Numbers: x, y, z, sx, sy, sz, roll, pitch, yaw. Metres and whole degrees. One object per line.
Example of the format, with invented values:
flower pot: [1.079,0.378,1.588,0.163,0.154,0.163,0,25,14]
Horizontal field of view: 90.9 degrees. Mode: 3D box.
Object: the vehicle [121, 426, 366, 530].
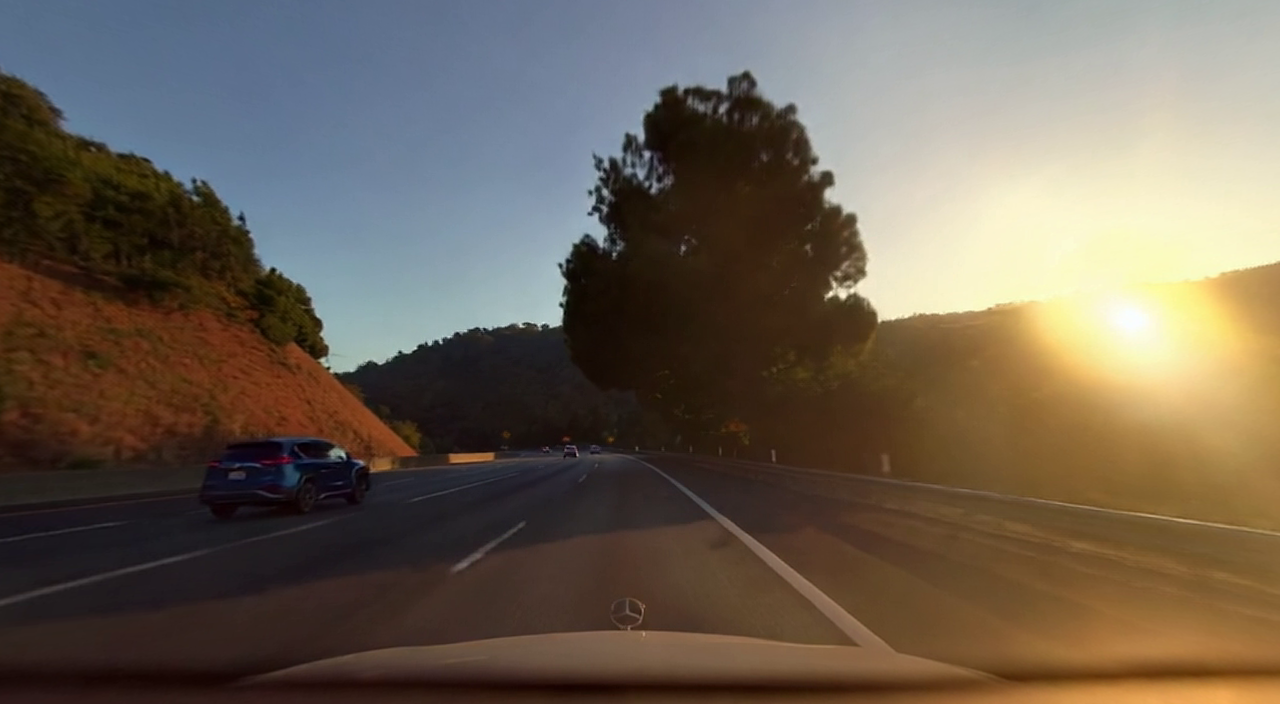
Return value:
vehicle: [-7.646,2.461,12.892,2.046,1.712,4.533,0,-9,0]
